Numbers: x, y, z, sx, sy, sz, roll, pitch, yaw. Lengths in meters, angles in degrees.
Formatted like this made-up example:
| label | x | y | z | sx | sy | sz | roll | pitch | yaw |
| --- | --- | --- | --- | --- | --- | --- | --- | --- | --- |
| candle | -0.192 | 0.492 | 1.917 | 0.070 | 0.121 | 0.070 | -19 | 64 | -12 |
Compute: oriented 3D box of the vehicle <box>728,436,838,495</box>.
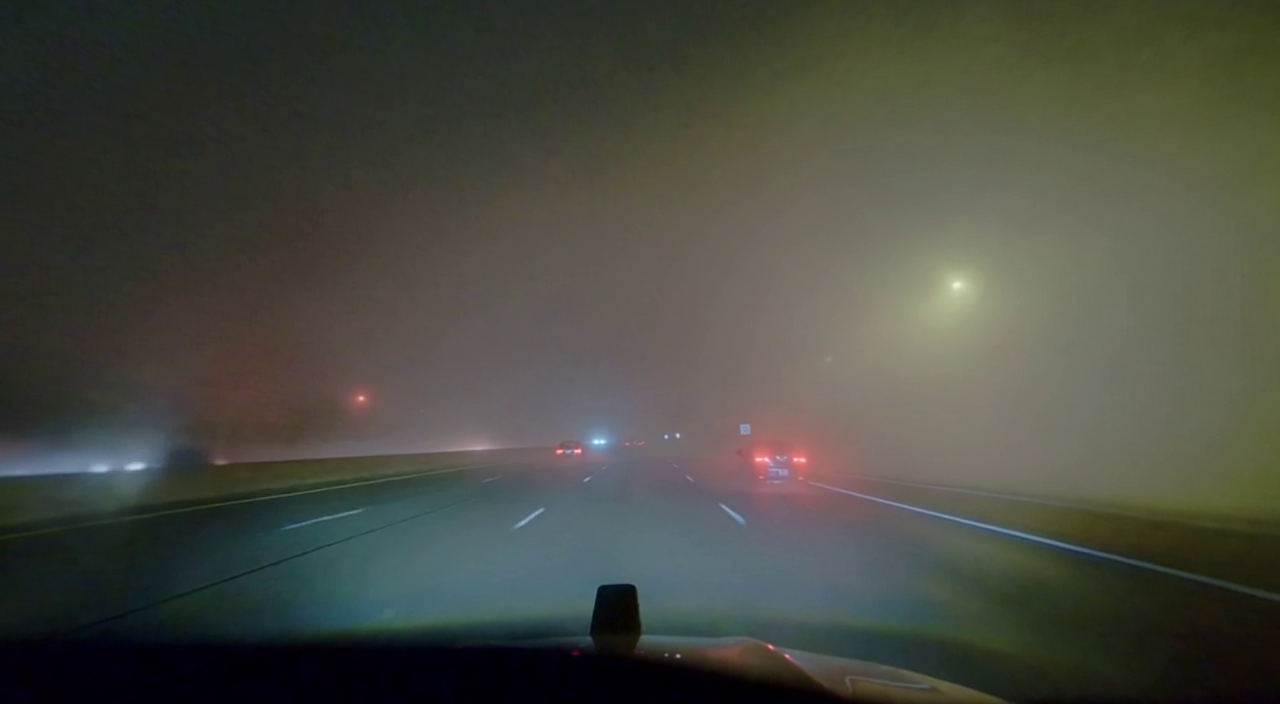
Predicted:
| label | x | y | z | sx | sy | sz | roll | pitch | yaw |
| --- | --- | --- | --- | --- | --- | --- | --- | --- | --- |
| vehicle | 3.970 | 3.236 | 18.368 | 2.060 | 1.485 | 4.274 | 0 | -8 | -2 |

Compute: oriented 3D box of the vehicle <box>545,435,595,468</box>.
| label | x | y | z | sx | sy | sz | roll | pitch | yaw |
| --- | --- | --- | --- | --- | --- | --- | --- | --- | --- |
| vehicle | -3.673 | 5.329 | 33.850 | 2.048 | 1.618 | 4.424 | 0 | -8 | 1 |
